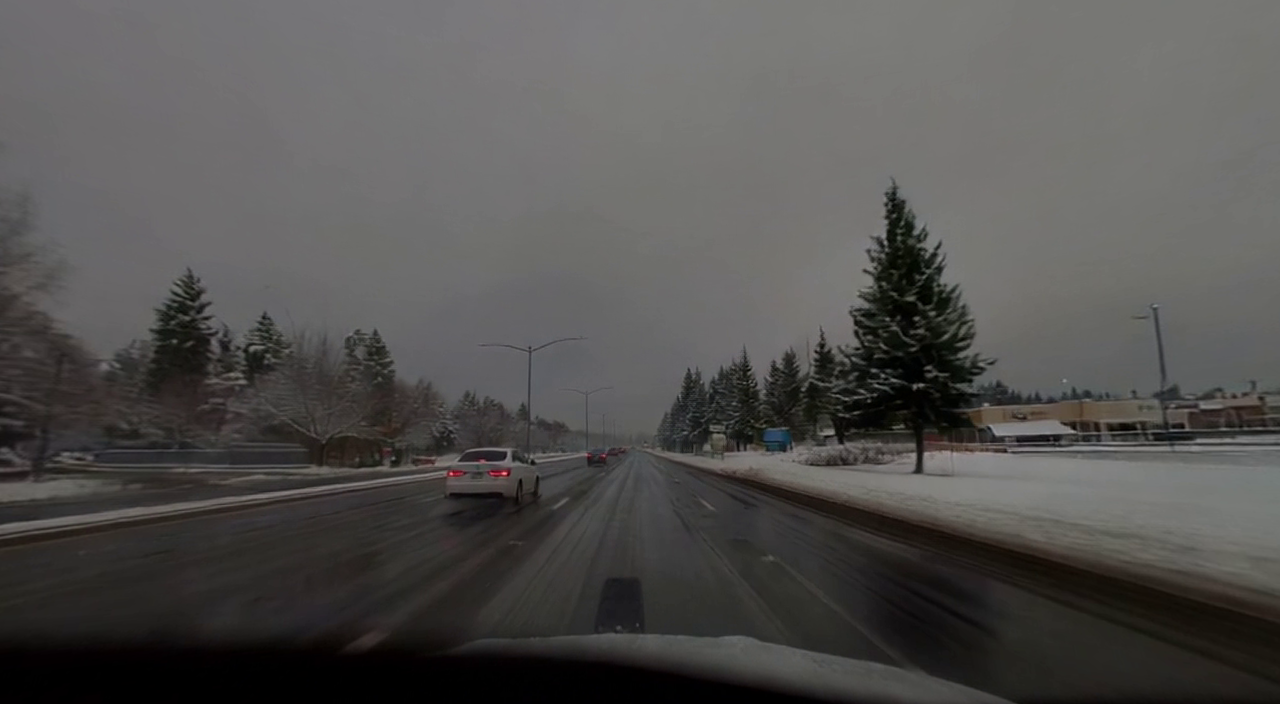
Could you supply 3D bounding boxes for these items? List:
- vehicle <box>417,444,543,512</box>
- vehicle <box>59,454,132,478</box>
[{"bbox_3d":[-3.852,3.104,16.099,2.003,1.454,4.484,0,-9,0],"label":"vehicle"},{"bbox_3d":[-42.879,8.970,49.896,1.882,1.745,4.462,1,-8,-2],"label":"vehicle"}]
